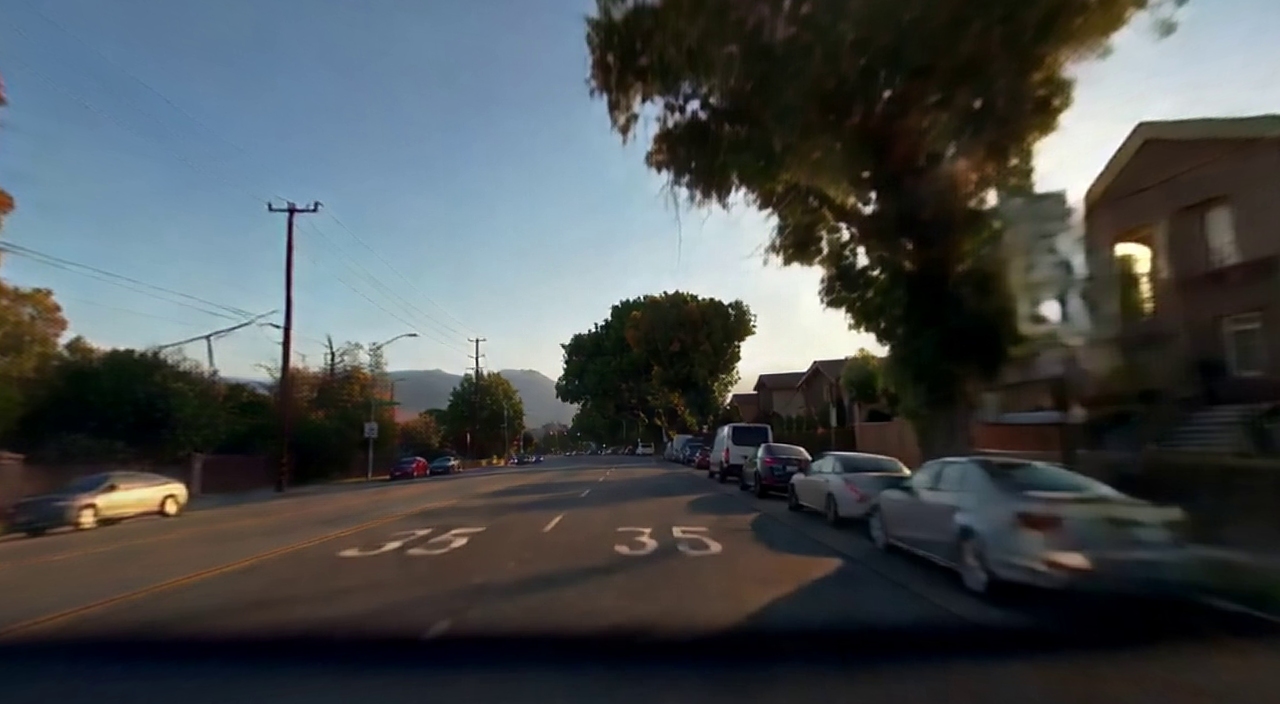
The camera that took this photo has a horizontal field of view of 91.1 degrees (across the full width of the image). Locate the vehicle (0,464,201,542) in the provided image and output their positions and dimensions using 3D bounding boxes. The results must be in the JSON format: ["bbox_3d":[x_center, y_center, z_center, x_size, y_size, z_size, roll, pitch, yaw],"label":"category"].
[{"bbox_3d":[-13.162,3.520,15.253,1.821,1.468,4.408,0,-9,-1],"label":"vehicle"}]

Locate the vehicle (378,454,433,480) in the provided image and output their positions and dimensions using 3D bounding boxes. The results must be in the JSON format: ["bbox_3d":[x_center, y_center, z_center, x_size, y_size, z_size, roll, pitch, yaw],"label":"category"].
[{"bbox_3d":[-15.363,7.550,41.391,1.992,1.517,4.426,0,-9,-2],"label":"vehicle"}]

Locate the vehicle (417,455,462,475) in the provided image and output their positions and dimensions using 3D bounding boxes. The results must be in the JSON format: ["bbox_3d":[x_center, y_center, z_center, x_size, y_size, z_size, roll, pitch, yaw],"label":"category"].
[{"bbox_3d":[-15.471,8.737,48.711,1.944,1.454,4.581,0,-9,1],"label":"vehicle"}]

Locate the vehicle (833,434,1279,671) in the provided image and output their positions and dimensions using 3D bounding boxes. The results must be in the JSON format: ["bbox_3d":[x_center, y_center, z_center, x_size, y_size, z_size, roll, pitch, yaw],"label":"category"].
[{"bbox_3d":[3.488,1.549,6.051,1.827,1.422,4.340,0,-9,0],"label":"vehicle"}]
